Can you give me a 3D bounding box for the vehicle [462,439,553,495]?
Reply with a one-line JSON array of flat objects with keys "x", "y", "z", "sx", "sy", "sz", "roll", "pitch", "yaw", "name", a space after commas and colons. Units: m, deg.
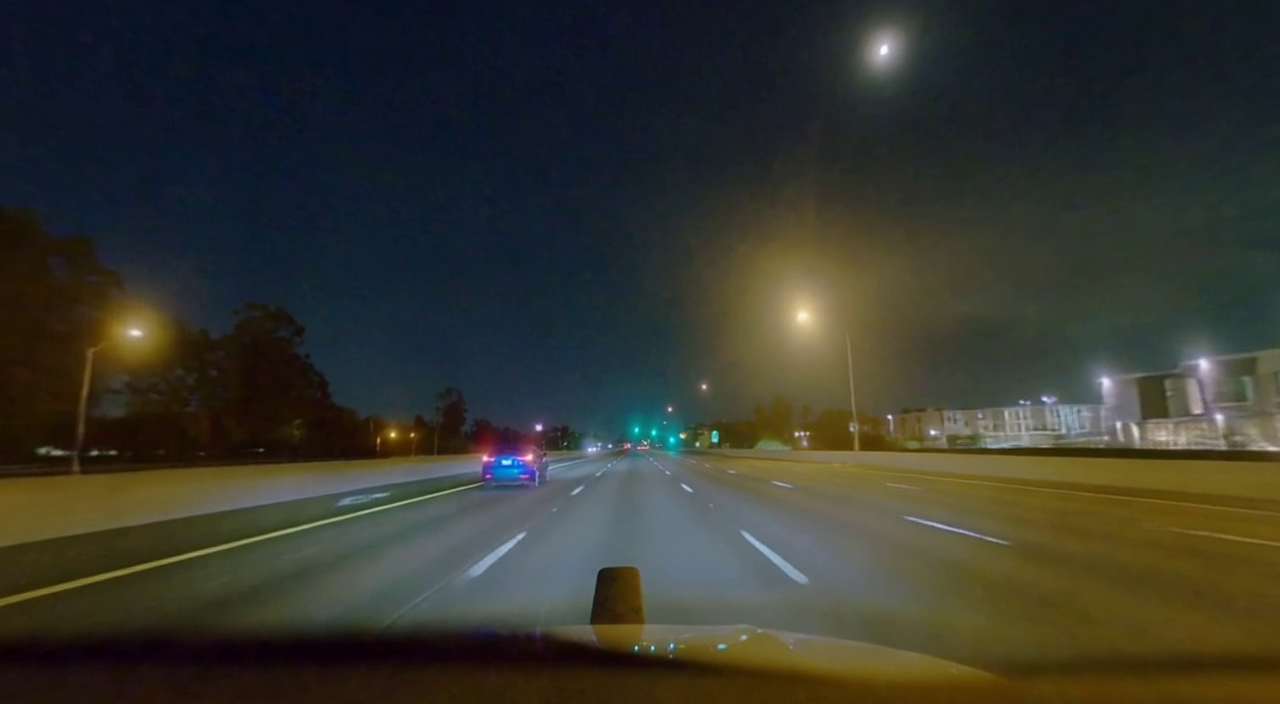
[{"x": -3.959, "y": 3.511, "z": 19.700, "sx": 1.900, "sy": 1.492, "sz": 4.495, "roll": 0, "pitch": -9, "yaw": 0, "name": "vehicle"}]
